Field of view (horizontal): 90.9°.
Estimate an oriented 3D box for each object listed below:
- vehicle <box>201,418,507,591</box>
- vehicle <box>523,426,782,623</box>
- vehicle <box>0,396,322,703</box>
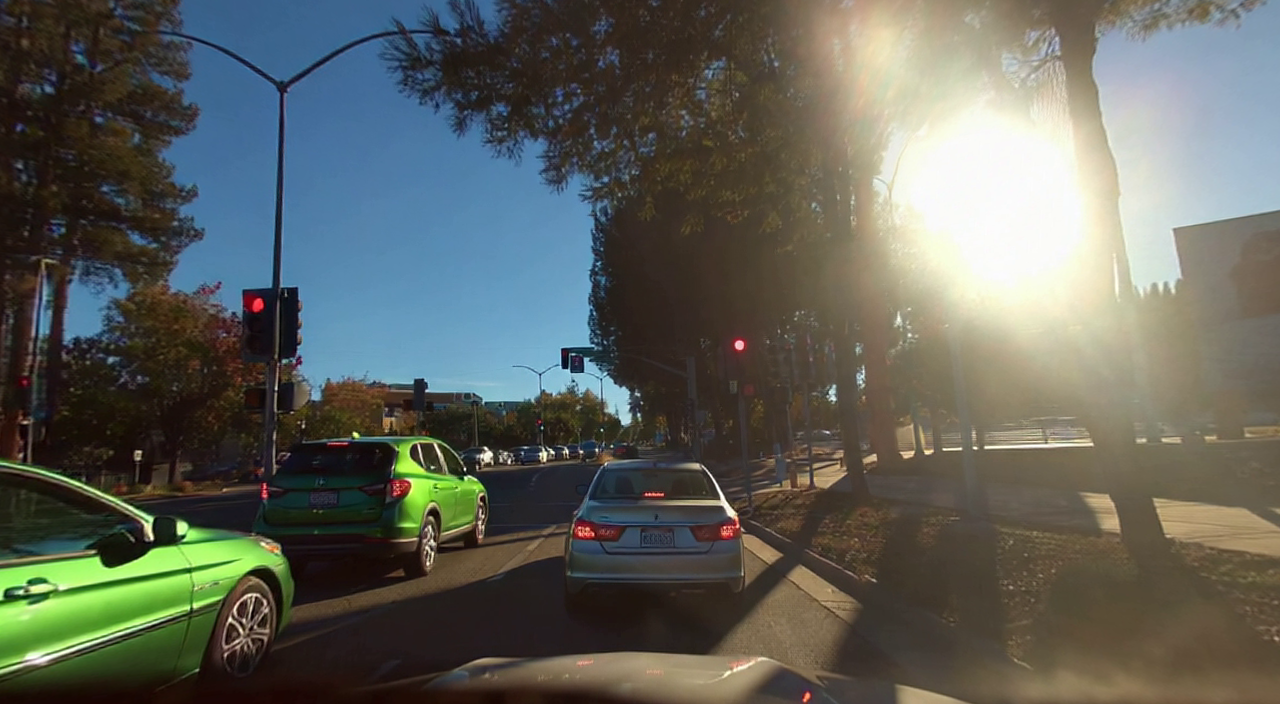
[{"bbox_3d":[-3.176,1.783,8.134,1.950,1.628,4.082,-1,-9,1],"label":"vehicle"},{"bbox_3d":[0.025,1.586,6.615,1.977,1.467,3.474,0,-9,-2],"label":"vehicle"},{"bbox_3d":[-3.158,0.959,2.404,1.808,1.520,3.846,-1,-9,1],"label":"vehicle"}]
